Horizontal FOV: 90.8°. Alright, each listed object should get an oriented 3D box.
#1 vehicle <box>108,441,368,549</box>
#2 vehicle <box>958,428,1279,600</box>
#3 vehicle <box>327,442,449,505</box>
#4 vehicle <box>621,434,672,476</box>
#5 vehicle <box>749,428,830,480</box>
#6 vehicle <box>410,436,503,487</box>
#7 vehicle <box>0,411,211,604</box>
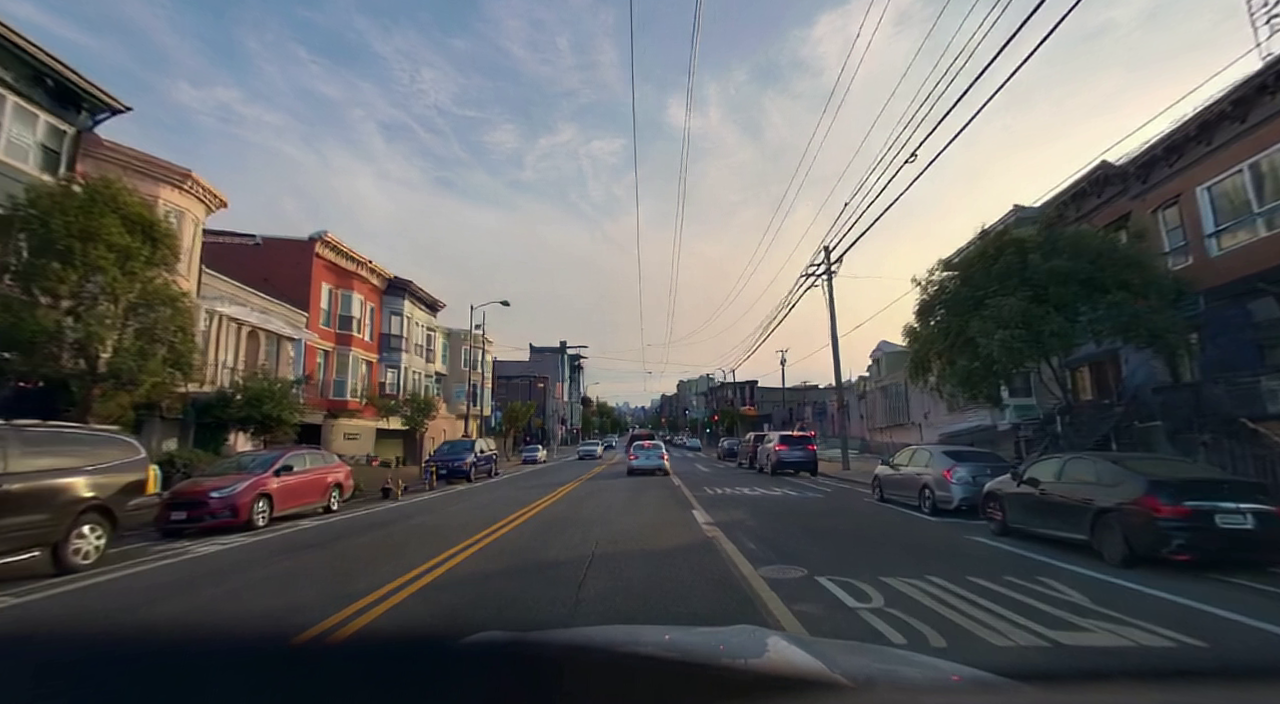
[{"bbox_3d":[-7.307,2.573,12.284,1.884,1.582,4.837,-1,-7,0],"label":"vehicle"},{"bbox_3d":[6.473,1.903,8.444,2.018,1.630,4.594,0,-8,0],"label":"vehicle"},{"bbox_3d":[-7.244,3.485,18.667,1.928,1.552,4.234,0,-8,-1],"label":"vehicle"},{"bbox_3d":[0.302,4.272,26.376,1.980,1.635,3.795,0,-8,2],"label":"vehicle"},{"bbox_3d":[6.485,4.536,28.313,2.203,2.052,5.975,0,-8,0],"label":"vehicle"},{"bbox_3d":[-7.203,4.307,25.463,2.095,1.847,5.290,0,-8,1],"label":"vehicle"},{"bbox_3d":[-7.467,1.577,6.411,2.157,1.901,5.877,-1,-8,0],"label":"vehicle"}]
